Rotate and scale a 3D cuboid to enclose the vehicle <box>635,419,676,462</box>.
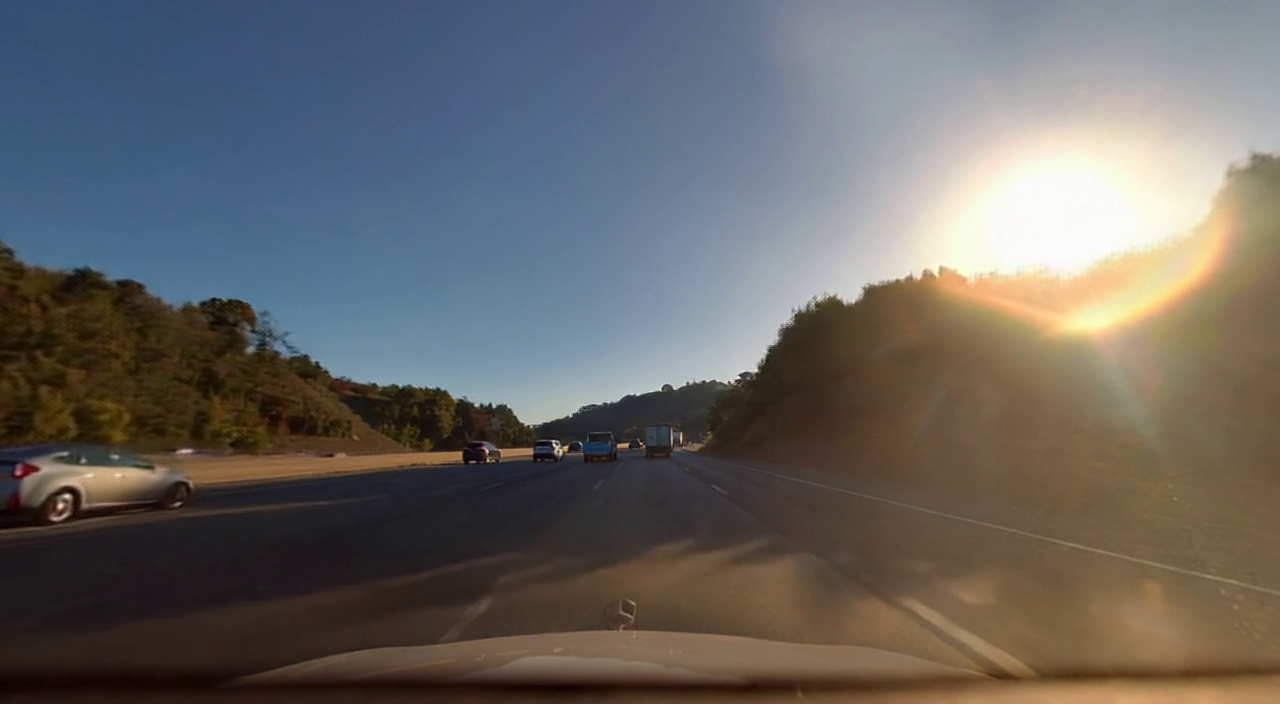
[{"bbox_3d":[1.101,6.440,46.061,2.768,2.854,6.757,0,-8,1],"label":"vehicle"}]

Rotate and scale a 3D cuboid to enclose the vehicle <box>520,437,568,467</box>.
[{"bbox_3d":[-6.245,6.592,41.741,2.206,1.838,4.889,-1,-8,3],"label":"vehicle"}]

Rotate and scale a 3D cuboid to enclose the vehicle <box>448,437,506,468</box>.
[{"bbox_3d":[-10.038,6.257,39.398,2.080,1.777,5.450,0,-8,2],"label":"vehicle"}]

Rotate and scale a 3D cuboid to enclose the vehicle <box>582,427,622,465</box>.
[{"bbox_3d":[-2.685,6.772,45.522,2.328,2.519,5.238,-1,-8,2],"label":"vehicle"}]

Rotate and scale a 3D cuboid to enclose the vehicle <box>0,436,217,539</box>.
[{"bbox_3d":[-10.150,2.274,11.274,1.952,1.457,4.689,0,-8,0],"label":"vehicle"}]
